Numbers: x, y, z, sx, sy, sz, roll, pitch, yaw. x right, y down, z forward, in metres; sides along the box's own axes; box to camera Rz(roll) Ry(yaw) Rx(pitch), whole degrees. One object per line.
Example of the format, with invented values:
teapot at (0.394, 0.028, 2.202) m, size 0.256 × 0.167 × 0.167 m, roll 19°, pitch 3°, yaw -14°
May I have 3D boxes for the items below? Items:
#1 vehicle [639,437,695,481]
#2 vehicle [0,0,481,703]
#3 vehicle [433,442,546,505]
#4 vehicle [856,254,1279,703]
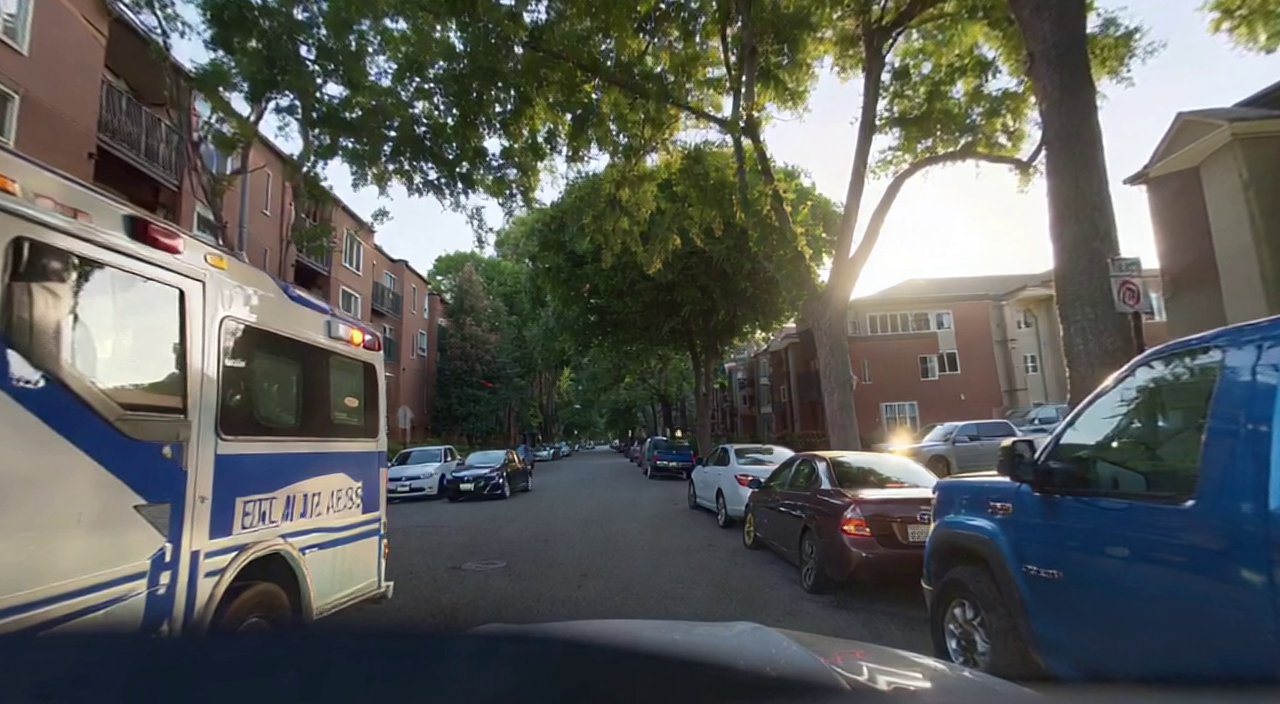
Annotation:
vehicle at (1.032, 4.462, 26.578) m, size 1.878 × 1.664 × 4.033 m, roll 1°, pitch -8°, yaw -5°
vehicle at (-2.650, 0.286, 1.911) m, size 2.705 × 2.859 × 6.875 m, roll 0°, pitch -8°, yaw -2°
vehicle at (-3.983, 3.275, 17.535) m, size 1.966 × 1.515 × 4.394 m, roll 0°, pitch -8°, yaw 1°
vehicle at (2.670, 0.619, 1.168) m, size 2.369 × 1.761 × 5.836 m, roll 0°, pitch -8°, yaw -1°
